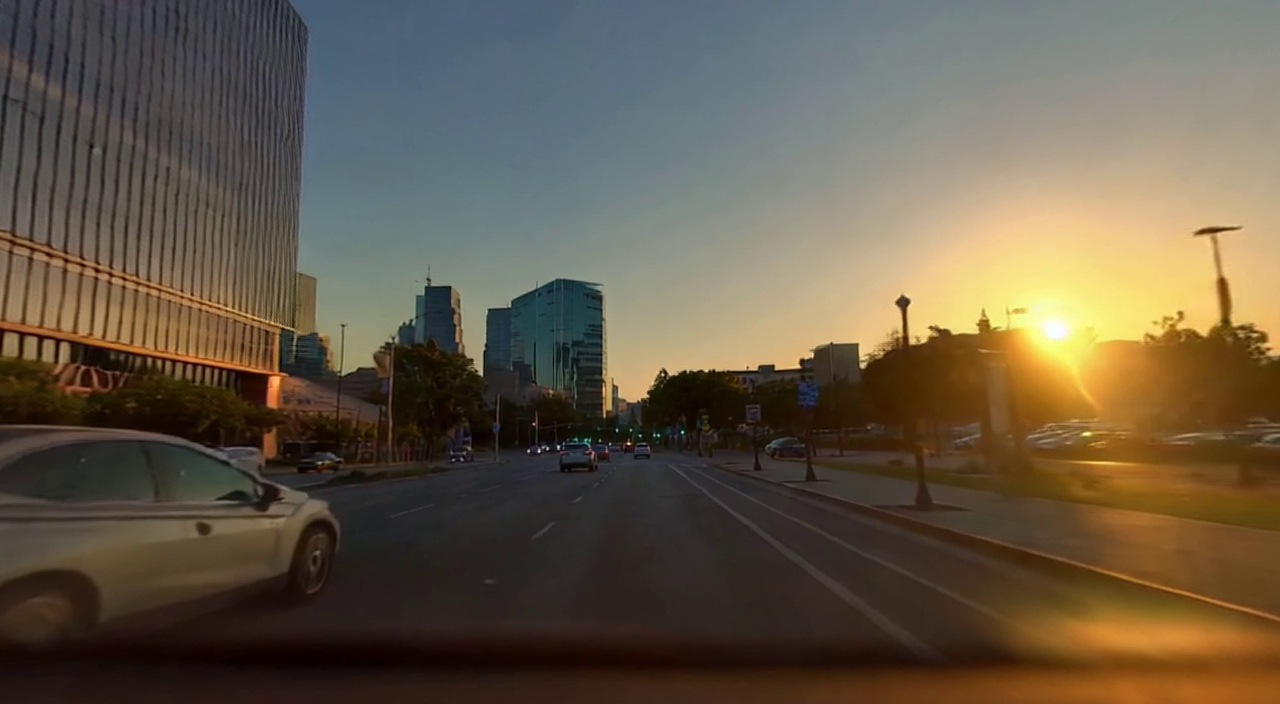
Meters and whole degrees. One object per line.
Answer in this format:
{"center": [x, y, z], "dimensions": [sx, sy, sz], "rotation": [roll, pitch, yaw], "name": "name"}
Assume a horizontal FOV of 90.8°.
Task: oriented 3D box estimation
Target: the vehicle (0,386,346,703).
{"center": [-3.345, 0.958, 2.822], "dimensions": [2.040, 1.497, 4.193], "rotation": [0, -8, 0], "name": "vehicle"}

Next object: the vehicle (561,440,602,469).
{"center": [-3.236, 5.757, 35.630], "dimensions": [1.983, 1.545, 3.773], "rotation": [0, -8, 0], "name": "vehicle"}

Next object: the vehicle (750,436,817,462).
{"center": [10.692, 7.221, 47.213], "dimensions": [4.430, 1.683, 1.966], "rotation": [-3, -7, 0], "name": "vehicle"}

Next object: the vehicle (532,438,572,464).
{"center": [-6.442, 7.278, 46.728], "dimensions": [2.224, 1.821, 4.711], "rotation": [0, -8, 1], "name": "vehicle"}
